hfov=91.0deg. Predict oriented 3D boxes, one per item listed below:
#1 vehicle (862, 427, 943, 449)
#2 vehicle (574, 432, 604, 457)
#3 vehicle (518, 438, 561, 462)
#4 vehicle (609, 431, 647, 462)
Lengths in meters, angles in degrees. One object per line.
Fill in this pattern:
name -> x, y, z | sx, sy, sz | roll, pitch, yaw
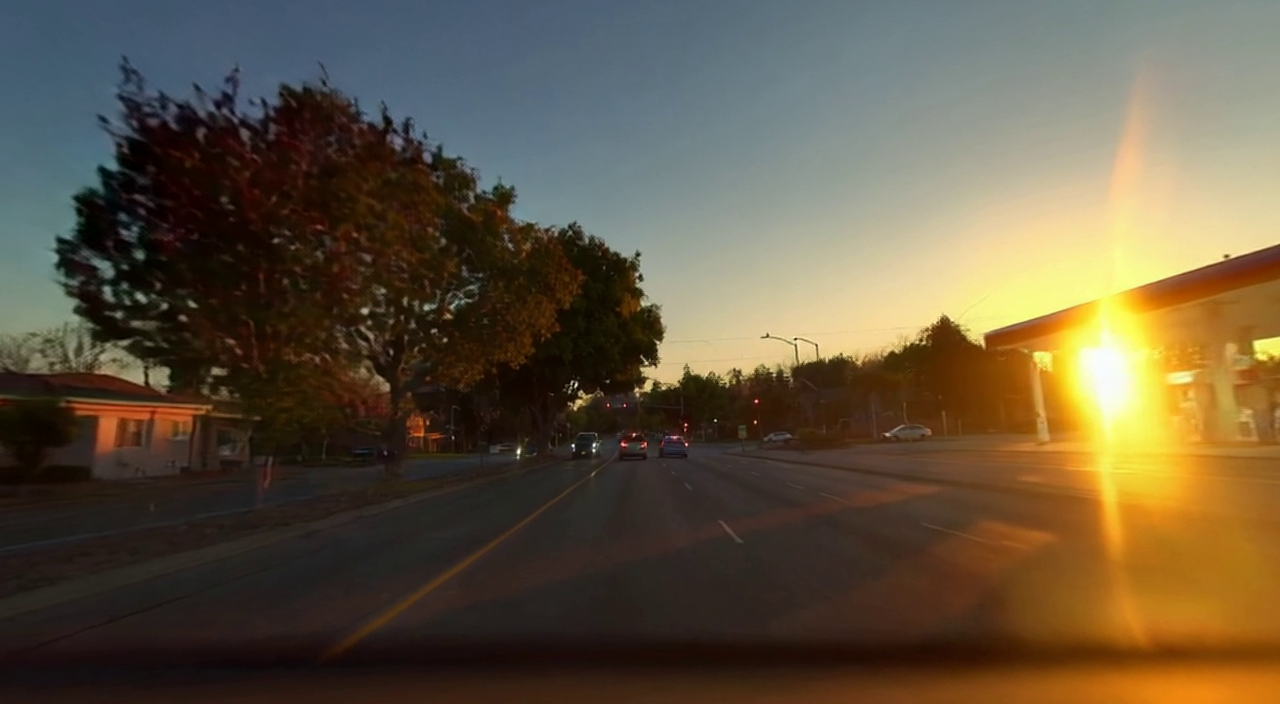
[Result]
vehicle -> 18.043, 5.911, 43.360 | 4.660, 1.462, 2.034 | 0, -9, 0
vehicle -> -3.956, 7.282, 49.416 | 2.139, 1.851, 3.970 | 0, -9, -3
vehicle -> -6.334, 6.199, 40.014 | 2.033, 1.442, 4.668 | 0, -8, -1
vehicle -> -0.697, 5.711, 38.156 | 2.146, 1.742, 4.095 | 0, -8, 0
